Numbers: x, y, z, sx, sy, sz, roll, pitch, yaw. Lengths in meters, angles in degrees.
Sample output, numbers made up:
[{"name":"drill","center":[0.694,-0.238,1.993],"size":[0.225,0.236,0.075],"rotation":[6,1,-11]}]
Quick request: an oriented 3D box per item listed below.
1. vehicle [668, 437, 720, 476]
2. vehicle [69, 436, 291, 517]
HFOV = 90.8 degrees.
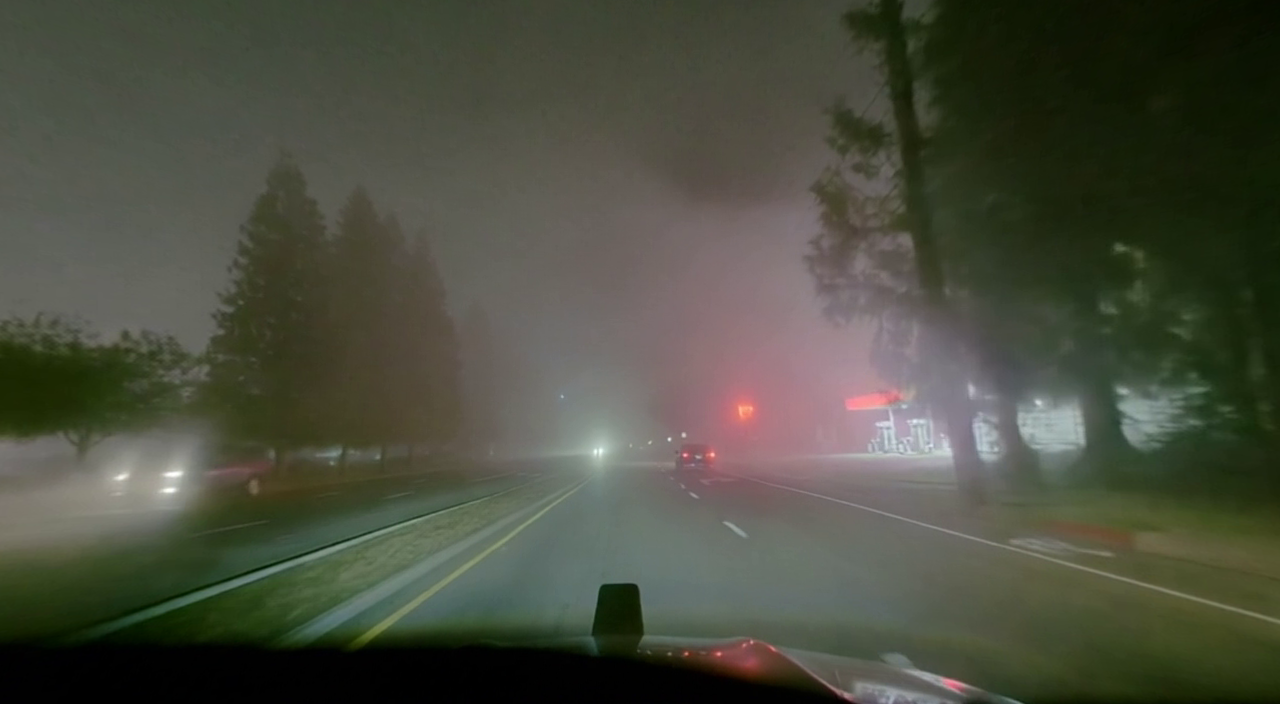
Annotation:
[{"name":"vehicle","center":[2.712,5.392,32.781],"size":[2.115,1.840,4.777],"rotation":[0,-8,-1]},{"name":"vehicle","center":[-12.801,3.451,18.208],"size":[2.379,1.967,5.195],"rotation":[-1,-8,1]}]
